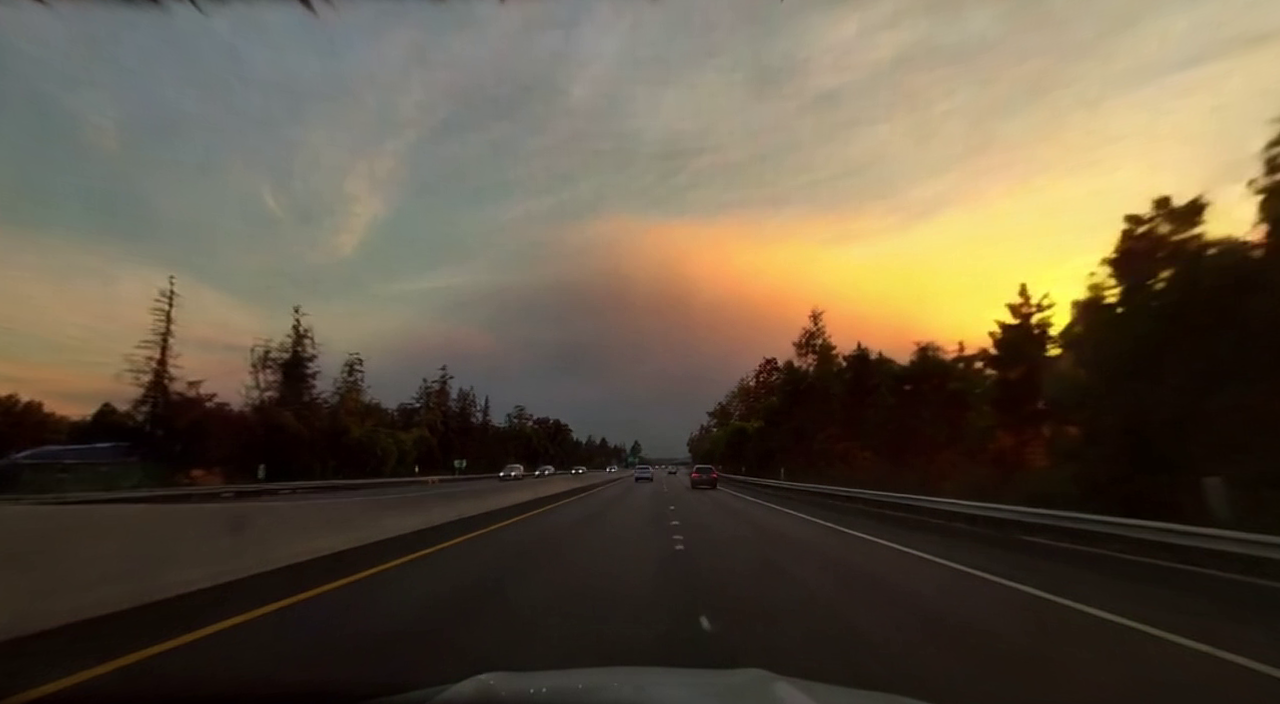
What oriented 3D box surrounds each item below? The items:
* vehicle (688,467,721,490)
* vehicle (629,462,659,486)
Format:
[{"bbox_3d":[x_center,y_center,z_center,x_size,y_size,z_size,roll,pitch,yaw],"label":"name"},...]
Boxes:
[{"bbox_3d":[4.458,8.808,43.981,1.937,1.467,4.061,1,-10,1],"label":"vehicle"},{"bbox_3d":[0.347,9.637,49.916,2.160,1.721,4.368,0,-10,3],"label":"vehicle"}]
